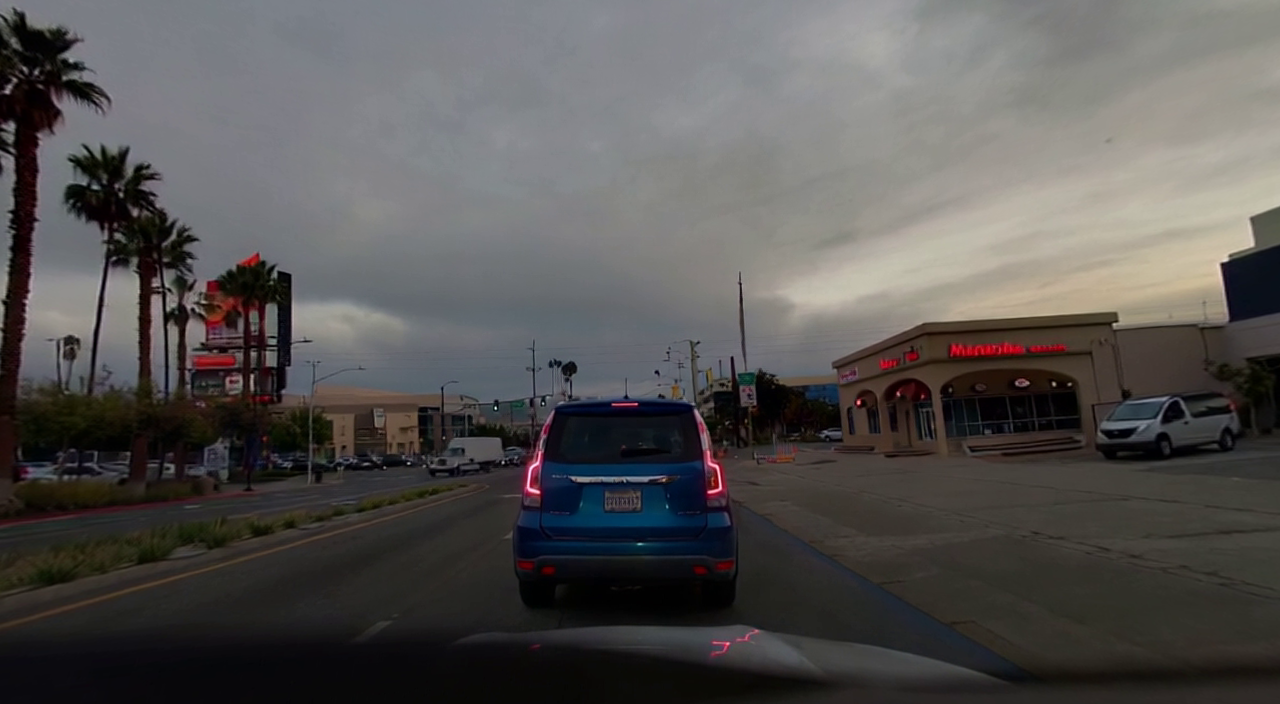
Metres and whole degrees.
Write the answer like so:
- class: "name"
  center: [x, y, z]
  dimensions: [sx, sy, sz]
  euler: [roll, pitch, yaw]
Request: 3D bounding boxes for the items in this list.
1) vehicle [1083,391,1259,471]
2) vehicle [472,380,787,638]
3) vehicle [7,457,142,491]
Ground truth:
- class: "vehicle"
  center: [16.101, 2.460, 19.052]
  dimensions: [6.060, 2.047, 2.490]
  euler: [6, -11, -36]
- class: "vehicle"
  center: [-0.124, 1.404, 6.521]
  dimensions: [2.234, 1.818, 3.869]
  euler: [0, -9, -2]
- class: "vehicle"
  center: [-27.958, 6.023, 31.471]
  dimensions: [4.593, 1.528, 1.979]
  euler: [5, -10, -29]
